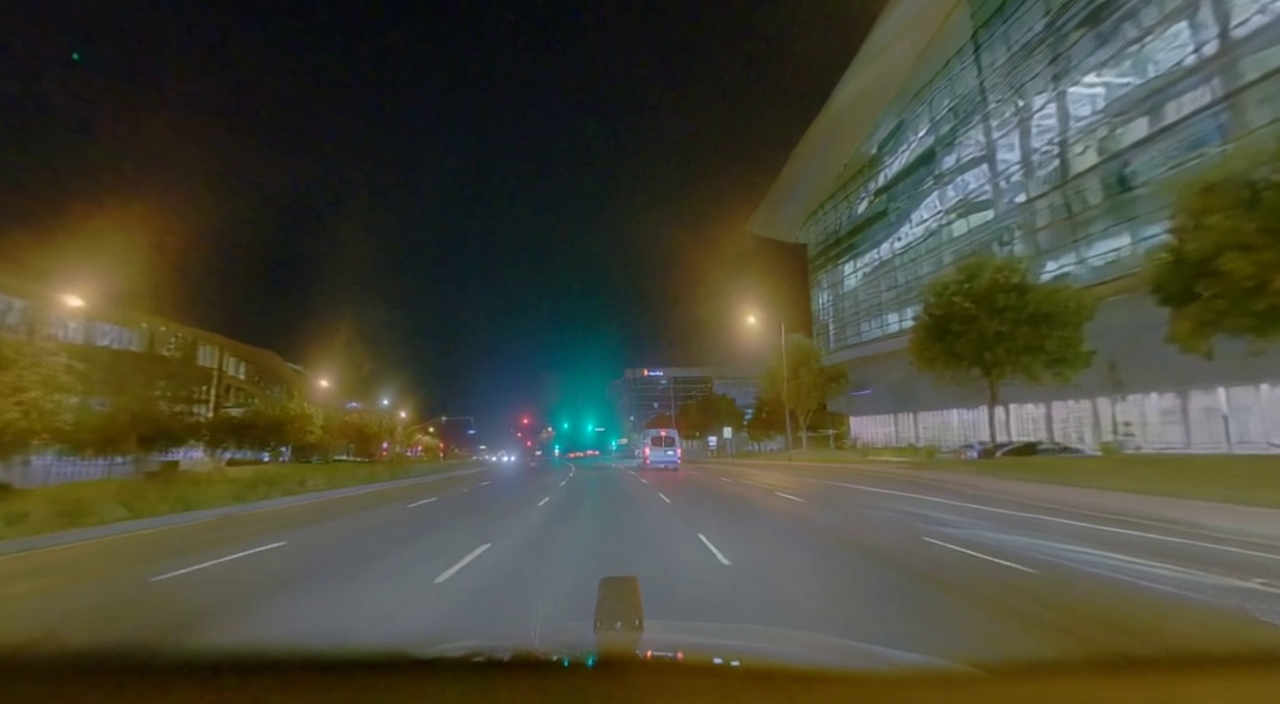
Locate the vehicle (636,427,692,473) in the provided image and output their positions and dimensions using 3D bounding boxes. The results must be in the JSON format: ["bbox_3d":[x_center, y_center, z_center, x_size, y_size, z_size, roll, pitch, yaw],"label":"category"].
[{"bbox_3d":[1.178,5.186,33.421,2.339,2.244,4.817,1,-8,-6],"label":"vehicle"}]

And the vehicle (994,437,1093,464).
[{"bbox_3d":[23.045,5.622,36.058,4.271,1.470,1.940,-1,-8,1],"label":"vehicle"}]
